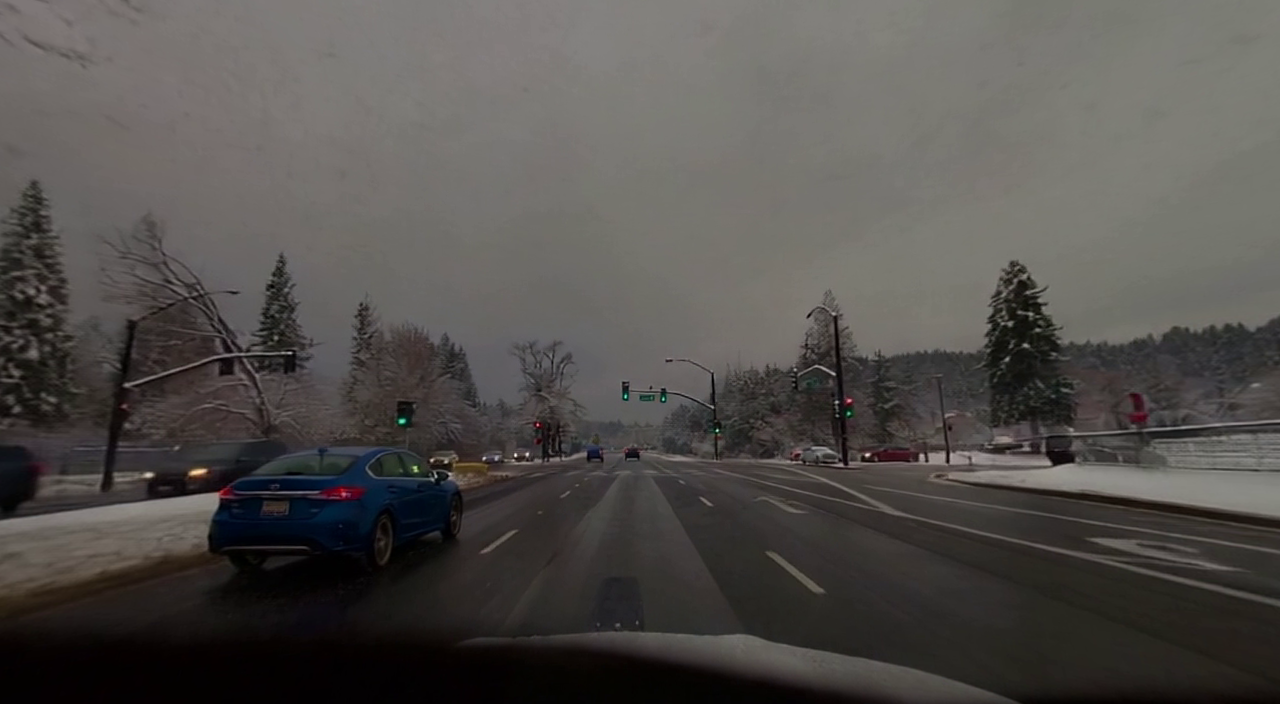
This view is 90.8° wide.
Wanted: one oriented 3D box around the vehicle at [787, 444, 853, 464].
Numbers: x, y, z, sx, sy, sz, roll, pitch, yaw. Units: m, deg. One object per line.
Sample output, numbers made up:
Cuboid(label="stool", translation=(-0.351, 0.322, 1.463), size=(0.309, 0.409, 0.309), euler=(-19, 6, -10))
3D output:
Cuboid(label="vehicle", translation=(14.064, 7.996, 49.554), size=(4.568, 1.470, 1.854), euler=(0, -9, -1))

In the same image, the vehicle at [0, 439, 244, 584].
Cuboid(label="vehicle", translation=(-7.437, 1.854, 7.977), size=(1.920, 1.456, 4.534), euler=(0, -9, 0))

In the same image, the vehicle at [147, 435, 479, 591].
Cuboid(label="vehicle", translation=(-3.584, 1.822, 8.079), size=(1.905, 1.418, 4.396), euler=(0, -9, 0))

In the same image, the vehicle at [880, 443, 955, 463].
Cuboid(label="vehicle", translation=(21.849, 7.961, 49.884), size=(4.978, 1.543, 1.933), euler=(0, -9, -1))

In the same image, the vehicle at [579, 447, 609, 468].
Cuboid(label="vehicle", translation=(-3.552, 8.280, 49.778), size=(2.103, 1.592, 4.160), euler=(0, -9, 0))
